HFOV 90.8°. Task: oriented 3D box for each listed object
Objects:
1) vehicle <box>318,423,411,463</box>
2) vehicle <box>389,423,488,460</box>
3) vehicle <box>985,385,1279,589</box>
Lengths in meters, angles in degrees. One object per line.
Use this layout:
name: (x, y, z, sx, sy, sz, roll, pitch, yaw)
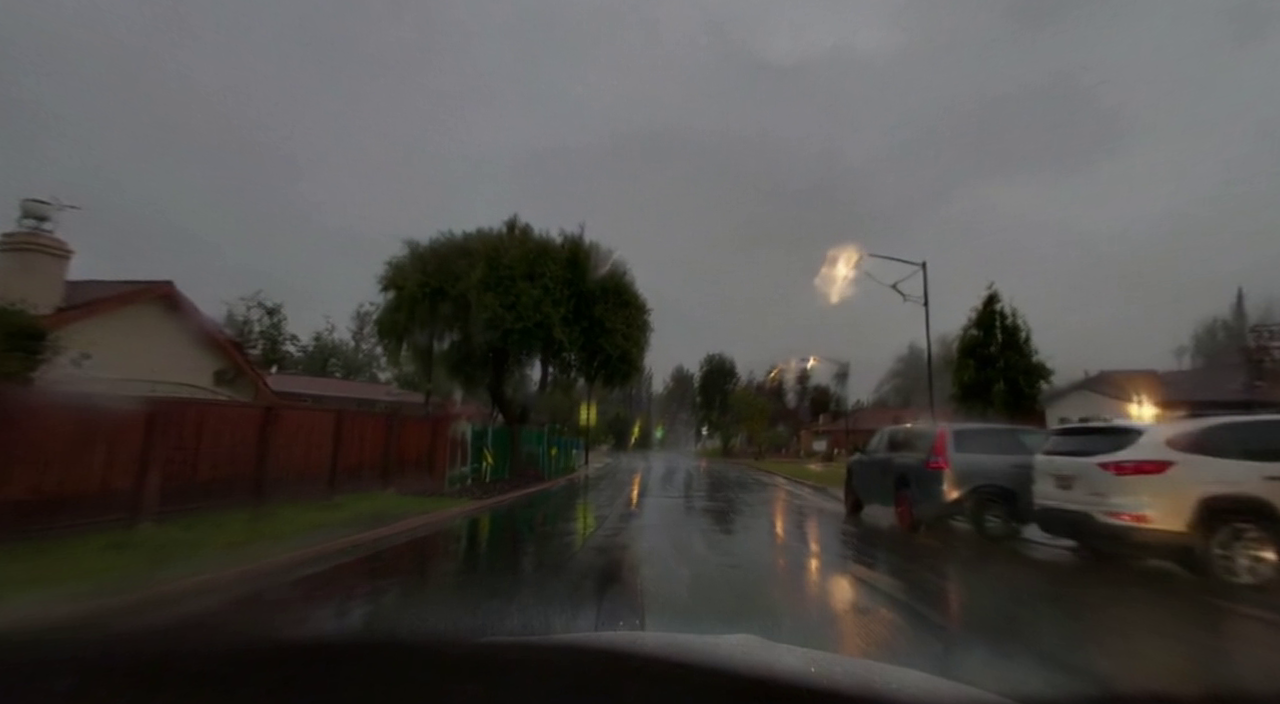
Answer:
vehicle: (-13.117, 4.338, 30.417, 1.869, 1.646, 4.357, 3, -7, 9)
vehicle: (-12.023, 5.373, 37.960, 5.127, 1.796, 2.045, 3, -7, 3)
vehicle: (7.964, 1.632, 8.271, 5.843, 2.097, 2.233, 2, -8, -11)
